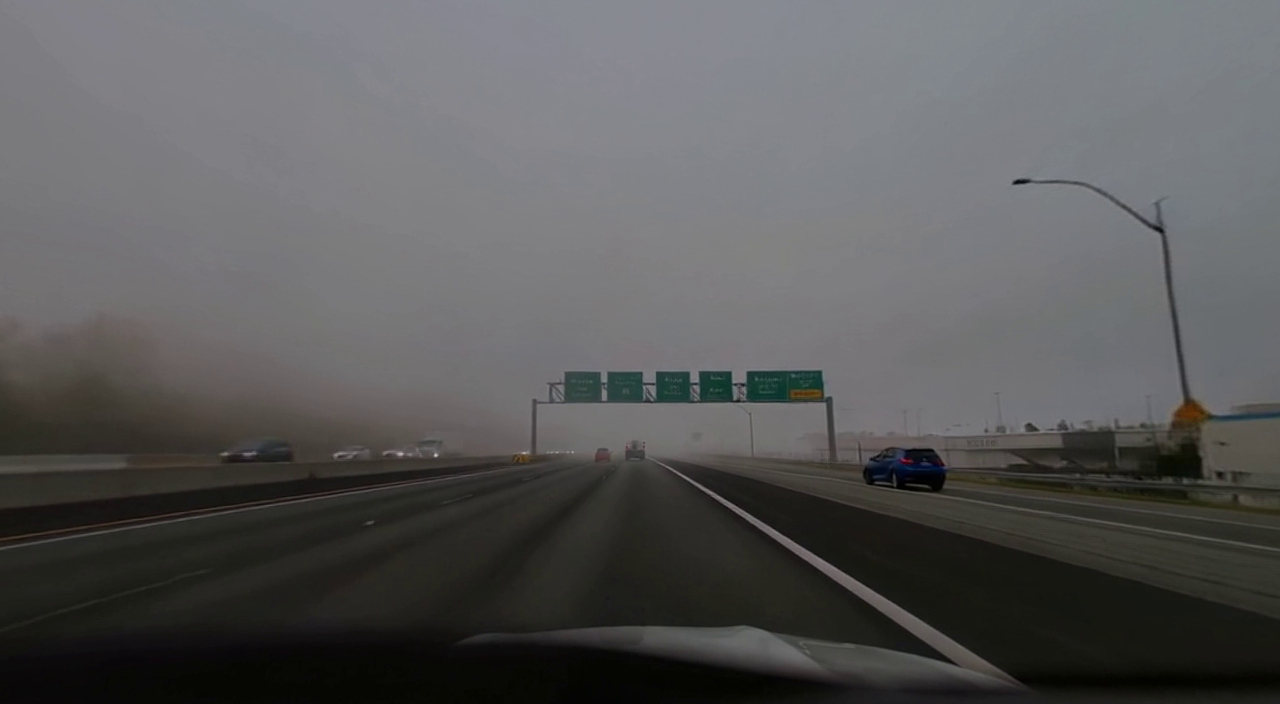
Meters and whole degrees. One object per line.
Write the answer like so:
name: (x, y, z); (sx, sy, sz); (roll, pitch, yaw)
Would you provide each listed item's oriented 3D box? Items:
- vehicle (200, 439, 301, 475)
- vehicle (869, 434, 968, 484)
vehicle: (-20.206, 5.473, 33.074); (2.109, 1.684, 5.028); (0, -9, -1)
vehicle: (14.162, 5.485, 32.522); (2.411, 2.326, 5.300); (0, -9, -3)
